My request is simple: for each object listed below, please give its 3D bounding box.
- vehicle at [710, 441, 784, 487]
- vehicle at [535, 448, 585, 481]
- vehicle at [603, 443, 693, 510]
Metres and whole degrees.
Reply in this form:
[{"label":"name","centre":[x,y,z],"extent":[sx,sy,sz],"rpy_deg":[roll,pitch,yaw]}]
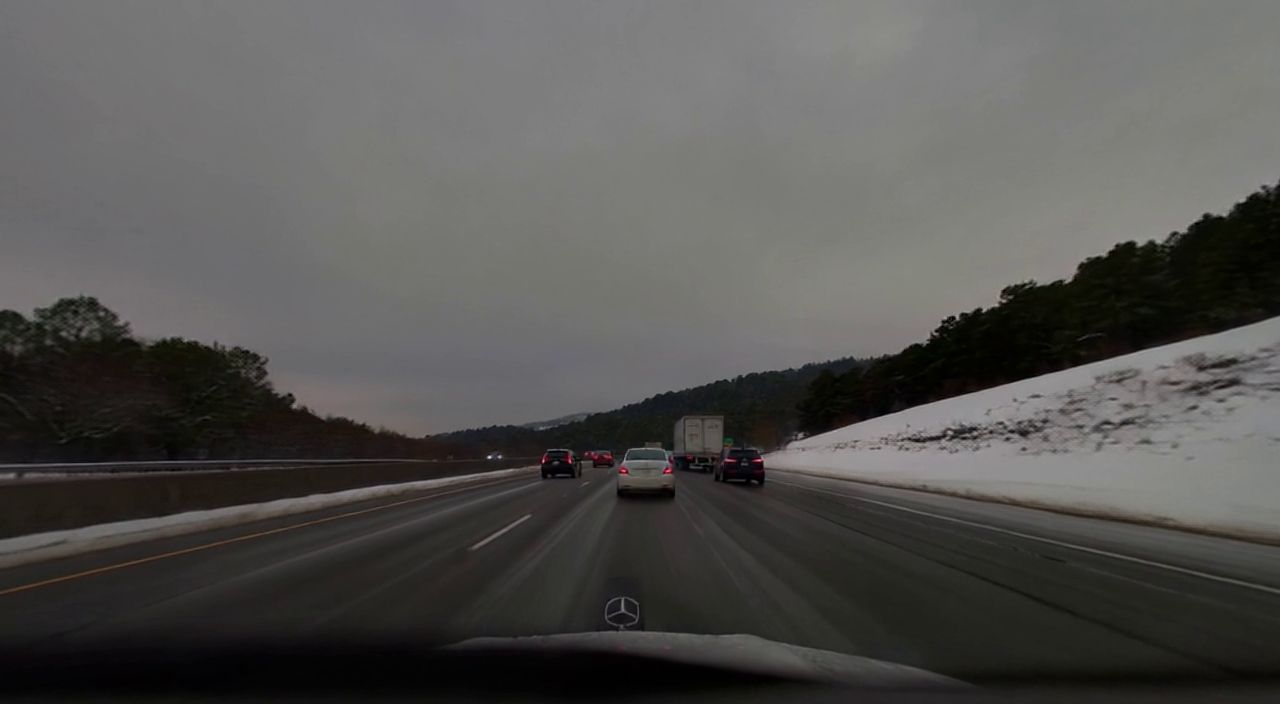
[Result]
[{"label":"vehicle","centre":[4.052,4.336,24.691],"extent":[2.029,1.579,4.484],"rpy_deg":[0,-9,-1]},{"label":"vehicle","centre":[-3.810,5.427,30.721],"extent":[1.848,1.486,3.832],"rpy_deg":[0,-9,1]},{"label":"vehicle","centre":[0.194,3.096,16.103],"extent":[2.041,1.484,3.535],"rpy_deg":[0,-9,0]}]
